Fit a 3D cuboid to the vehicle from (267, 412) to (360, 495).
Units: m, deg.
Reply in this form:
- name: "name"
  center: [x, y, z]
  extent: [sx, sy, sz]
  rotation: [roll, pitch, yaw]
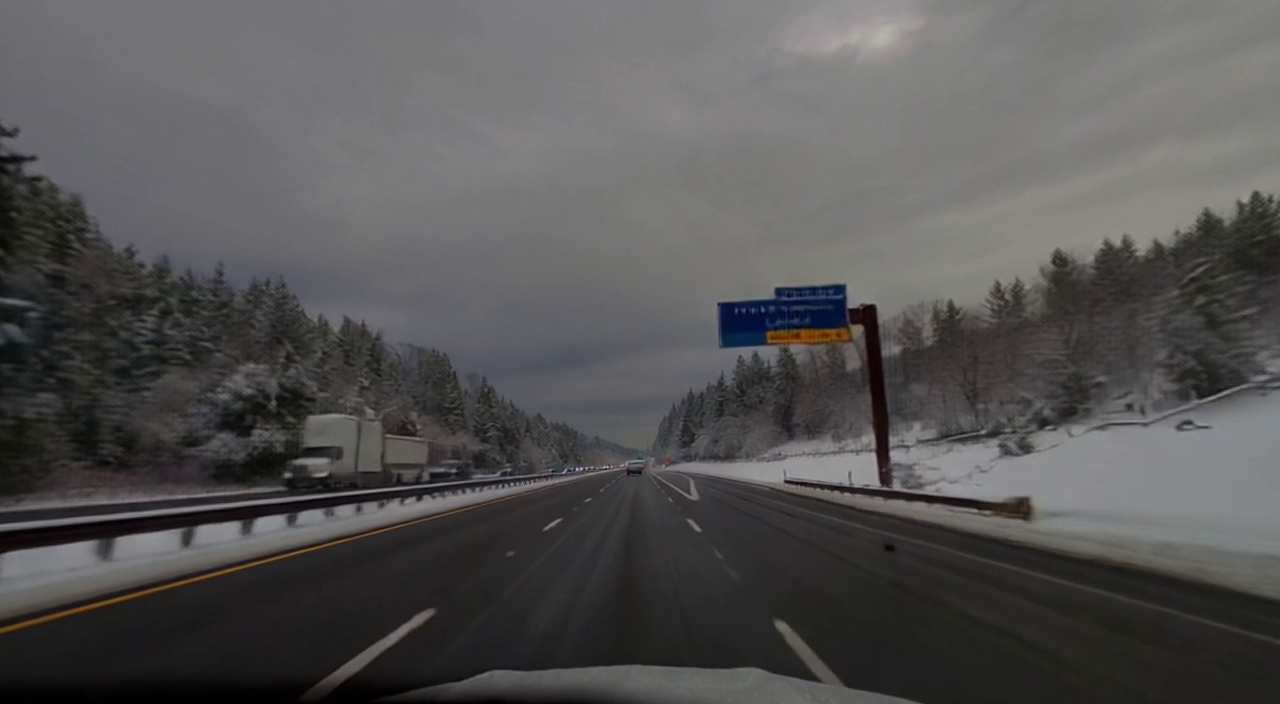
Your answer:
- name: "vehicle"
  center: [-17.106, 5.377, 33.269]
  extent: [2.962, 4.065, 3.028]
  rotation: [1, -10, -1]

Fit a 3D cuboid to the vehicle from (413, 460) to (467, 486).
- name: "vehicle"
  center: [-12.526, 7.635, 39.744]
  extent: [1.901, 1.489, 4.490]
  rotation: [1, -10, 1]
